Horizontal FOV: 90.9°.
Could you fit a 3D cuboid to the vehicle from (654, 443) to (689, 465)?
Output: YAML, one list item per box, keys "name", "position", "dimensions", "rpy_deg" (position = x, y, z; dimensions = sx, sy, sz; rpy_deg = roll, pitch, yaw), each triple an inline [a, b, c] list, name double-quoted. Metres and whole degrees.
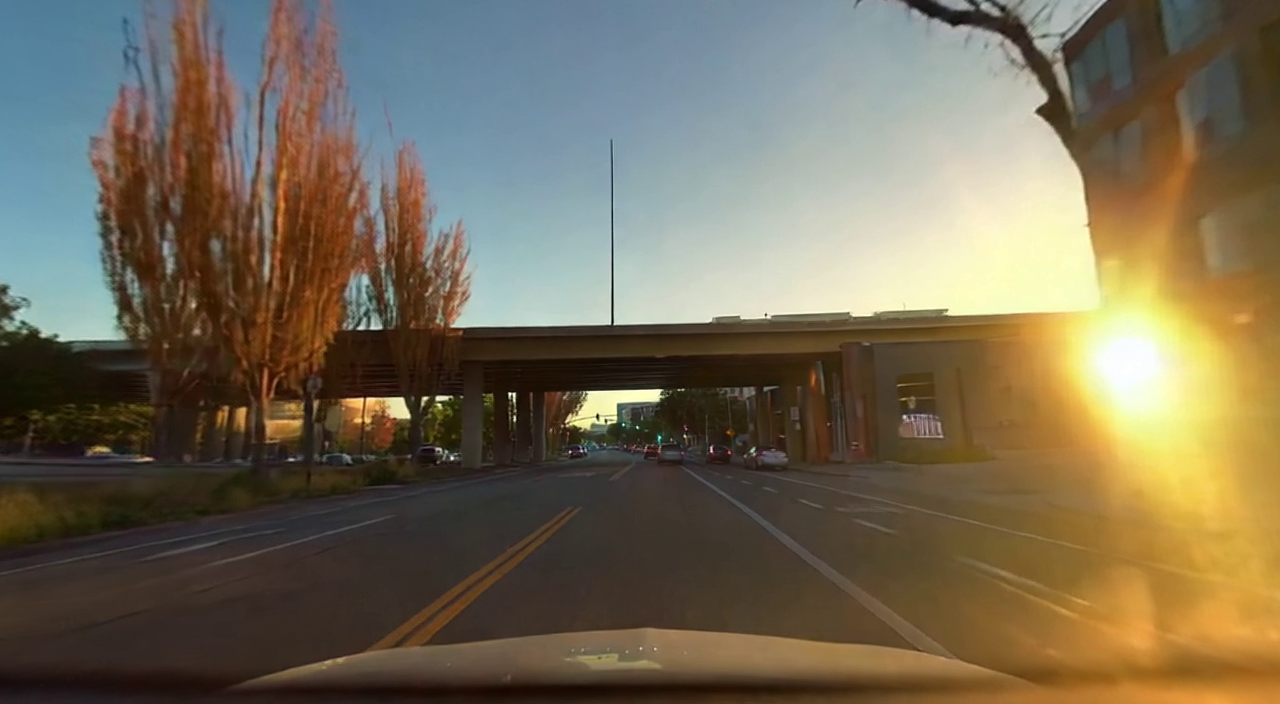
- name: "vehicle"
  position: [2.135, 7.081, 43.881]
  dimensions: [2.280, 1.475, 4.051]
  rpy_deg: [0, -9, 1]

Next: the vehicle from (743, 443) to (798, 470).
- name: "vehicle"
  position: [7.226, 5.821, 35.328]
  dimensions: [2.035, 1.435, 4.481]
  rpy_deg: [0, -9, -1]
